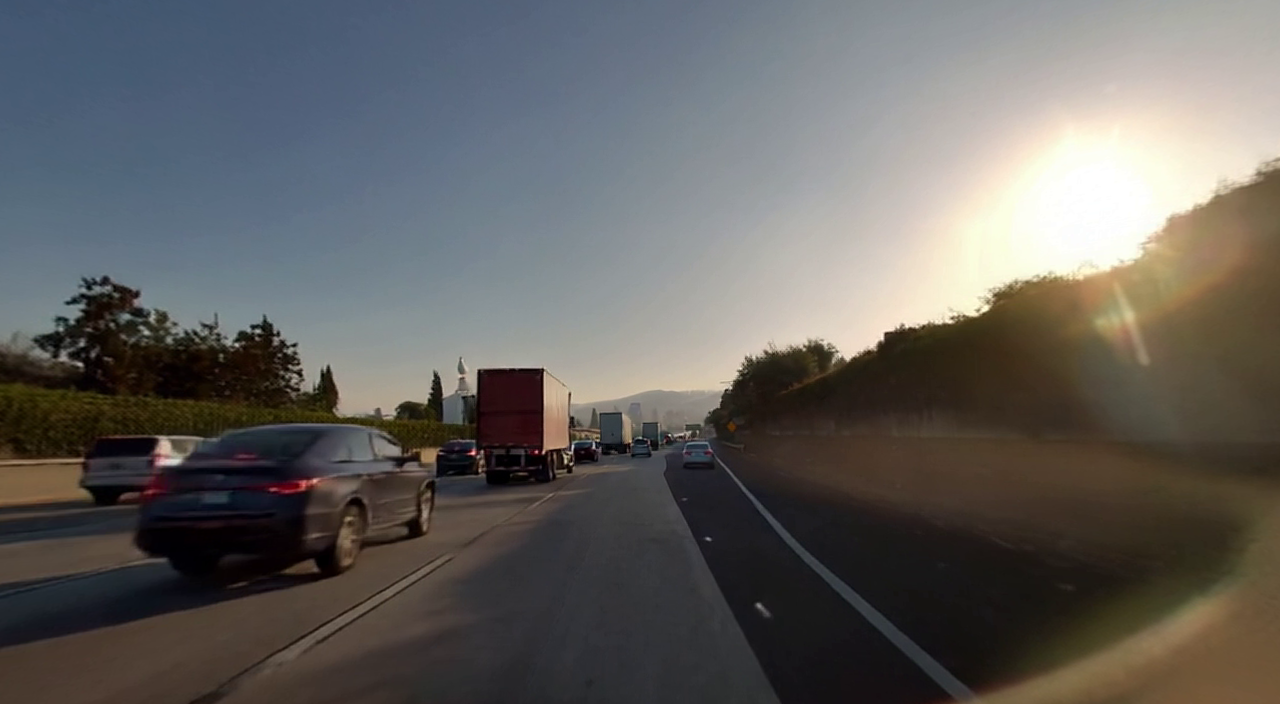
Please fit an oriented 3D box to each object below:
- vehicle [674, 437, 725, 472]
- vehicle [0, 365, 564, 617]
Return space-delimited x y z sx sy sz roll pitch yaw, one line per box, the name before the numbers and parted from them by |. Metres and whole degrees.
vehicle | 2.686 4.710 29.259 2.176 1.493 3.955 -1 -8 3
vehicle | -3.931 2.173 12.466 3.050 1.964 15.030 0 -8 0
